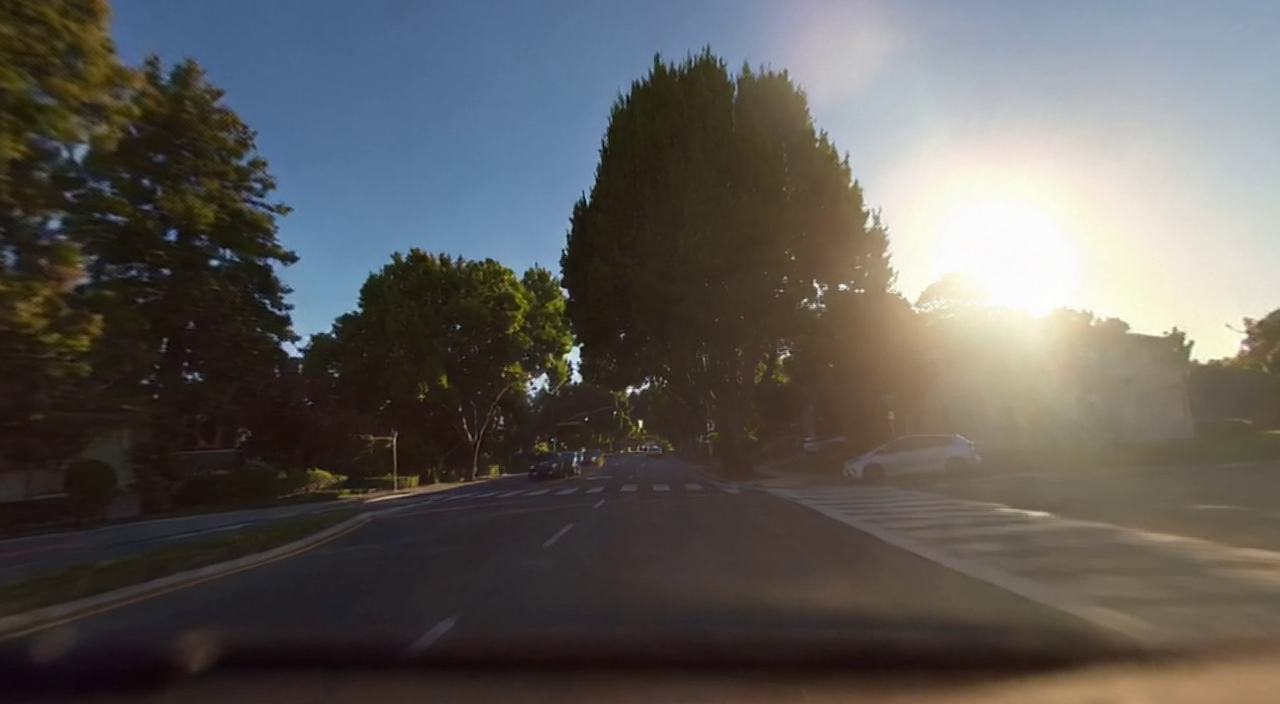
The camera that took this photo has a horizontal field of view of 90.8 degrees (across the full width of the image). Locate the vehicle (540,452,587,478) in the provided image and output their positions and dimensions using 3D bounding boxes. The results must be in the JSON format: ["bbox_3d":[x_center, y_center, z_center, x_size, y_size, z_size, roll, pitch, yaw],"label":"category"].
[{"bbox_3d":[-4.608,6.882,38.789,2.078,1.467,4.376,-1,-9,4],"label":"vehicle"}]

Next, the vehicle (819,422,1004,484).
[{"bbox_3d":[8.215,3.156,19.684,4.906,1.729,2.414,-3,-10,17],"label":"vehicle"}]

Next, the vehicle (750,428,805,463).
[{"bbox_3d":[9.530,6.607,44.405,2.649,2.151,6.555,-2,-9,3],"label":"vehicle"}]
